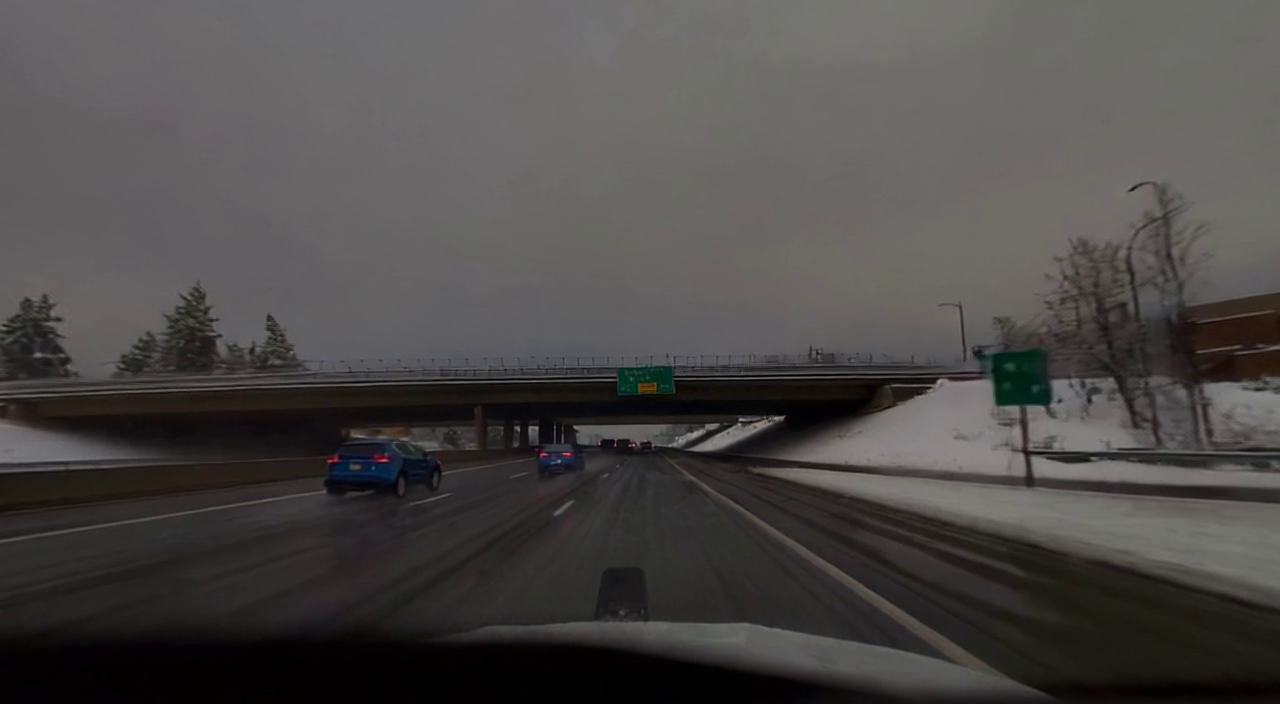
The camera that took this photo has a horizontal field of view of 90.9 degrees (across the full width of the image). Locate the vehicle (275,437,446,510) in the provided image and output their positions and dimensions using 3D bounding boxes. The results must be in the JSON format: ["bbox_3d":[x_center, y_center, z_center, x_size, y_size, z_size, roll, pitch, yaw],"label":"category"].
[{"bbox_3d":[-6.807,2.993,16.093,2.069,1.551,4.830,0,-9,1],"label":"vehicle"}]

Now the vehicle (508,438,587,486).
[{"bbox_3d":[-3.336,4.095,23.790,2.210,1.628,4.586,0,-9,1],"label":"vehicle"}]
